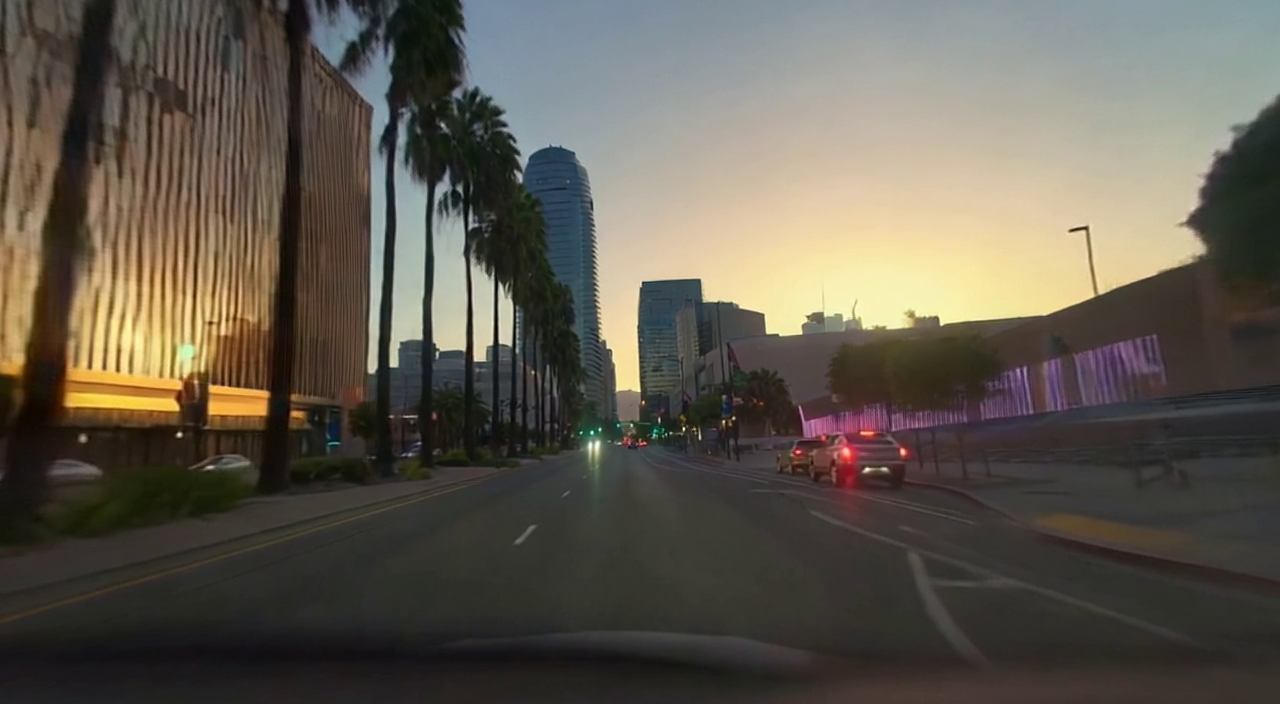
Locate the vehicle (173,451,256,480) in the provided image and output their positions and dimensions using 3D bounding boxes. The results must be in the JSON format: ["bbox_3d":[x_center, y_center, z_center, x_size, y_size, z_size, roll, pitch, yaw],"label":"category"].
[{"bbox_3d":[-24.662,6.564,36.831,1.801,1.444,4.640,0,-8,-3],"label":"vehicle"}]

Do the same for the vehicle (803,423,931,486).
[{"bbox_3d":[6.936,3.200,19.904,2.225,1.727,4.418,0,-8,-2],"label":"vehicle"}]

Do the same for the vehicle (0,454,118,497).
[{"bbox_3d":[-24.476,4.984,25.837,1.905,1.496,4.960,-1,-8,1],"label":"vehicle"}]
